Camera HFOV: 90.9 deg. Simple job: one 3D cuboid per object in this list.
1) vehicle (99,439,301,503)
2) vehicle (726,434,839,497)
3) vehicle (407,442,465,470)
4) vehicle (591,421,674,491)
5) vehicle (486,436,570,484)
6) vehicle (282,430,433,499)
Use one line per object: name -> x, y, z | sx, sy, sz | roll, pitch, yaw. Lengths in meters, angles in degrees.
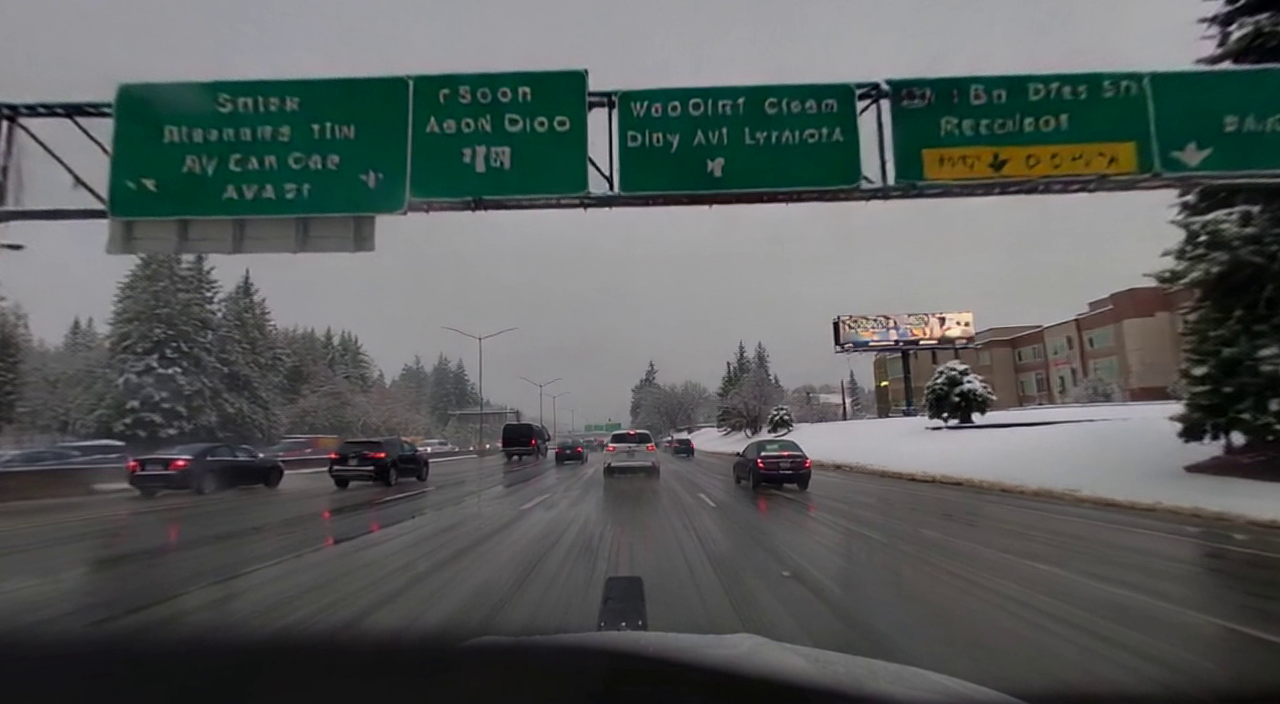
vehicle -> -11.228, 3.034, 16.616 | 1.970, 1.441, 4.555 | 0, -8, 1
vehicle -> 3.702, 3.027, 17.283 | 1.942, 1.487, 4.518 | 0, -8, -1
vehicle -> -11.442, 5.810, 35.578 | 1.923, 1.480, 3.905 | 0, -8, 0
vehicle -> -0.230, 3.119, 19.272 | 2.209, 1.863, 4.626 | 0, -8, -1
vehicle -> -3.841, 3.794, 22.488 | 2.079, 1.499, 4.512 | 0, -8, 1
vehicle -> -7.444, 3.001, 17.233 | 2.021, 1.632, 4.417 | 0, -8, 1
